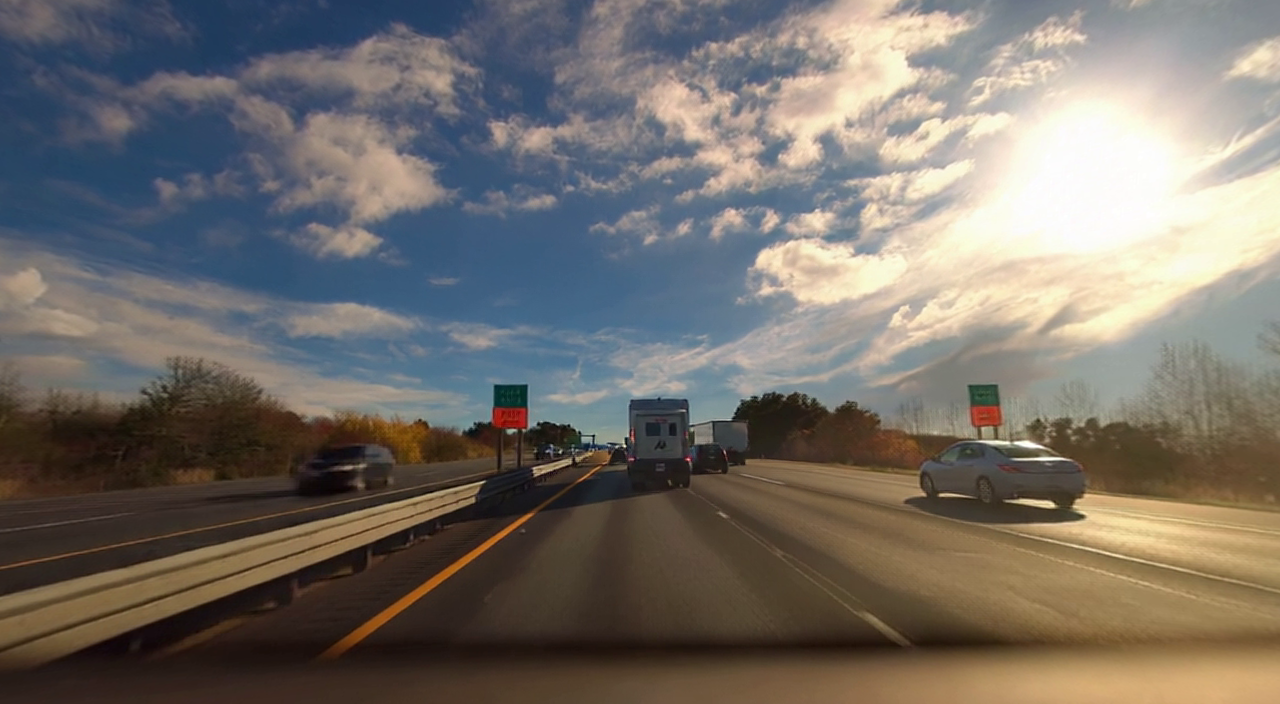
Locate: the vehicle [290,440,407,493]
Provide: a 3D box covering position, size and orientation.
[{"bbox_3d":[-9.647,3.800,21.167,1.918,1.578,4.140,0,-9,0],"label":"vehicle"}]

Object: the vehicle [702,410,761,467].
[{"bbox_3d":[6.916,6.833,48.989,2.928,3.900,10.014,0,-9,0],"label":"vehicle"}]

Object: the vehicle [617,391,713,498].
[{"bbox_3d":[0.959,2.881,19.450,2.506,2.743,6.093,-1,-9,6],"label":"vehicle"}]

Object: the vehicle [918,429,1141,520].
[{"bbox_3d":[7.528,2.385,12.670,1.988,1.534,3.763,0,-9,-2],"label":"vehicle"}]
